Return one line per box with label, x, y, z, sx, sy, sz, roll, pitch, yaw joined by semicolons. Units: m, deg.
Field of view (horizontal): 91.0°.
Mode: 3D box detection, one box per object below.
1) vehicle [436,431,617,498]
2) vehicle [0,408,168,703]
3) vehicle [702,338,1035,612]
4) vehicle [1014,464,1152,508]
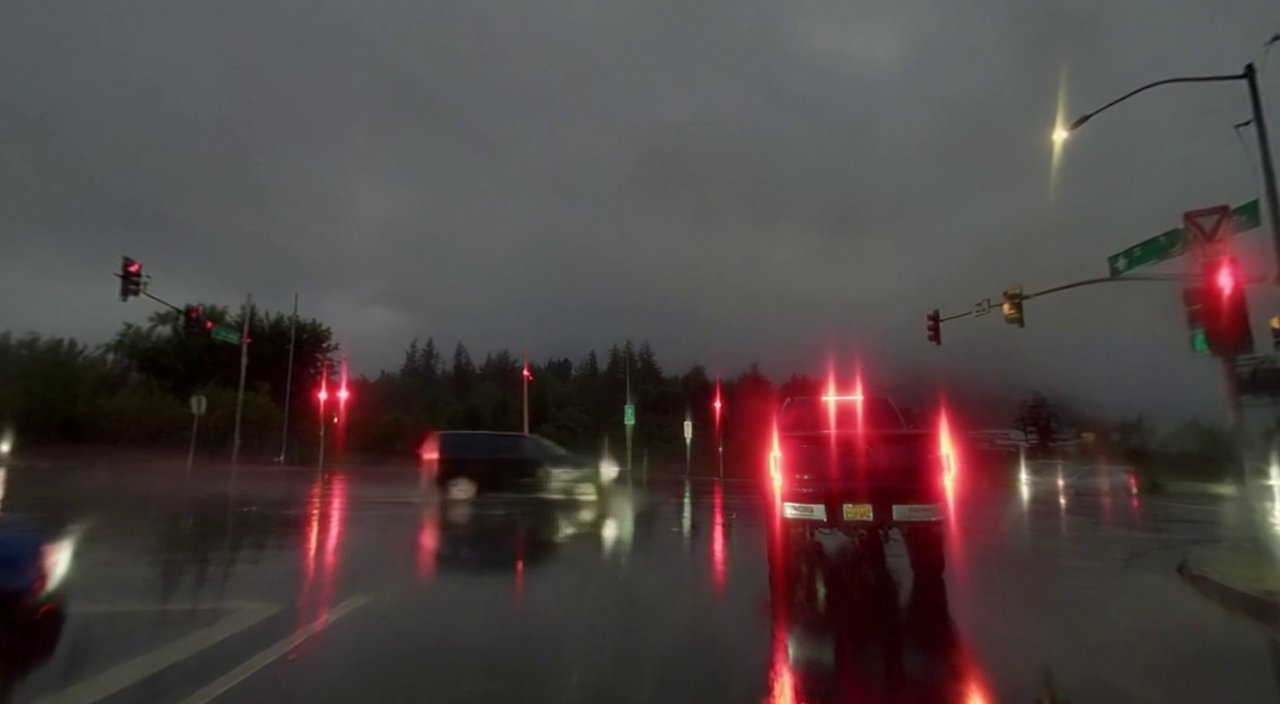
vehicle;-3.126;3.140;17.806;4.695;1.729;2.067;2;-9;-9
vehicle;-4.099;0.844;1.905;1.913;1.491;4.547;1;-9;-2
vehicle;2.618;1.527;8.783;2.851;2.400;5.978;-1;-9;11
vehicle;18.975;5.747;27.139;4.356;1.498;1.957;-3;-8;2
